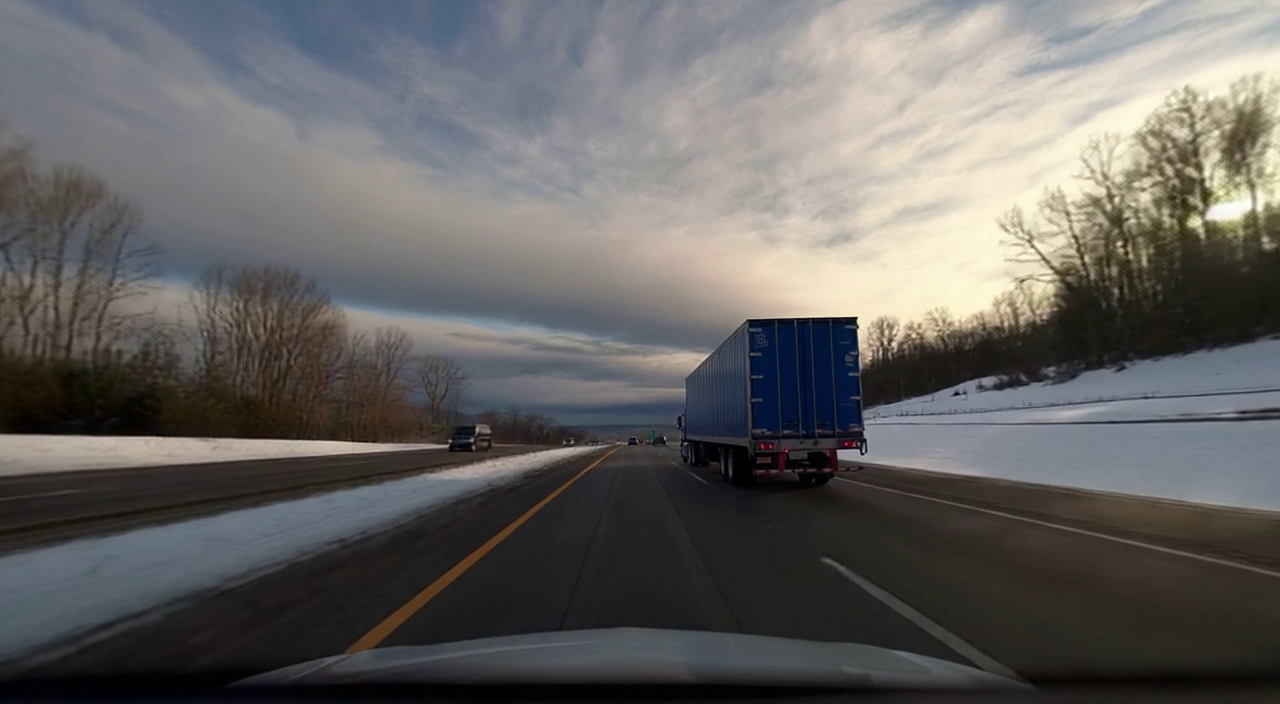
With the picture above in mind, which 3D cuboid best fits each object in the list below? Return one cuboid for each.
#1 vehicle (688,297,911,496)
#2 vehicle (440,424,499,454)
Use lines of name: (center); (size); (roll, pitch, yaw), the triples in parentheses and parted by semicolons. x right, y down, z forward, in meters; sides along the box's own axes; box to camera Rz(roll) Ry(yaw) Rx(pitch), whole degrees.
vehicle: (4.038, 2.064, 22.006); (3.203, 4.273, 17.131); (0, -8, 0)
vehicle: (-9.057, 4.691, 33.809); (1.918, 1.523, 4.278); (0, -8, 1)
